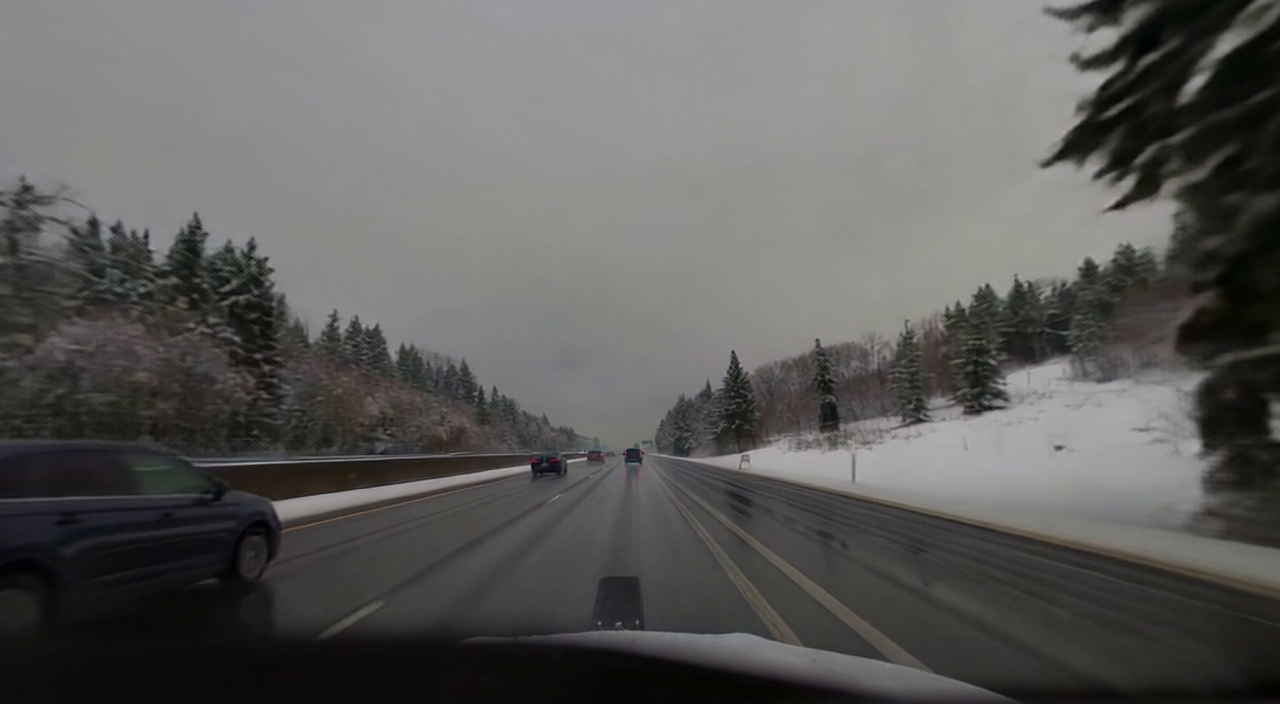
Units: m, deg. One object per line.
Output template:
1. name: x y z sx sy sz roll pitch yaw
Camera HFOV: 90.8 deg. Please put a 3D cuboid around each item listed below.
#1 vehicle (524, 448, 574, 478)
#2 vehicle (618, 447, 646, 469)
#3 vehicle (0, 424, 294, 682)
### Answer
1. vehicle: -4.768 5.850 33.614 2.052 1.468 4.390 0 -9 0
2. vehicle: -0.694 8.214 49.076 2.070 1.603 4.806 0 -9 -2
3. vehicle: -4.701 1.328 4.657 1.838 1.508 4.317 0 -9 0
